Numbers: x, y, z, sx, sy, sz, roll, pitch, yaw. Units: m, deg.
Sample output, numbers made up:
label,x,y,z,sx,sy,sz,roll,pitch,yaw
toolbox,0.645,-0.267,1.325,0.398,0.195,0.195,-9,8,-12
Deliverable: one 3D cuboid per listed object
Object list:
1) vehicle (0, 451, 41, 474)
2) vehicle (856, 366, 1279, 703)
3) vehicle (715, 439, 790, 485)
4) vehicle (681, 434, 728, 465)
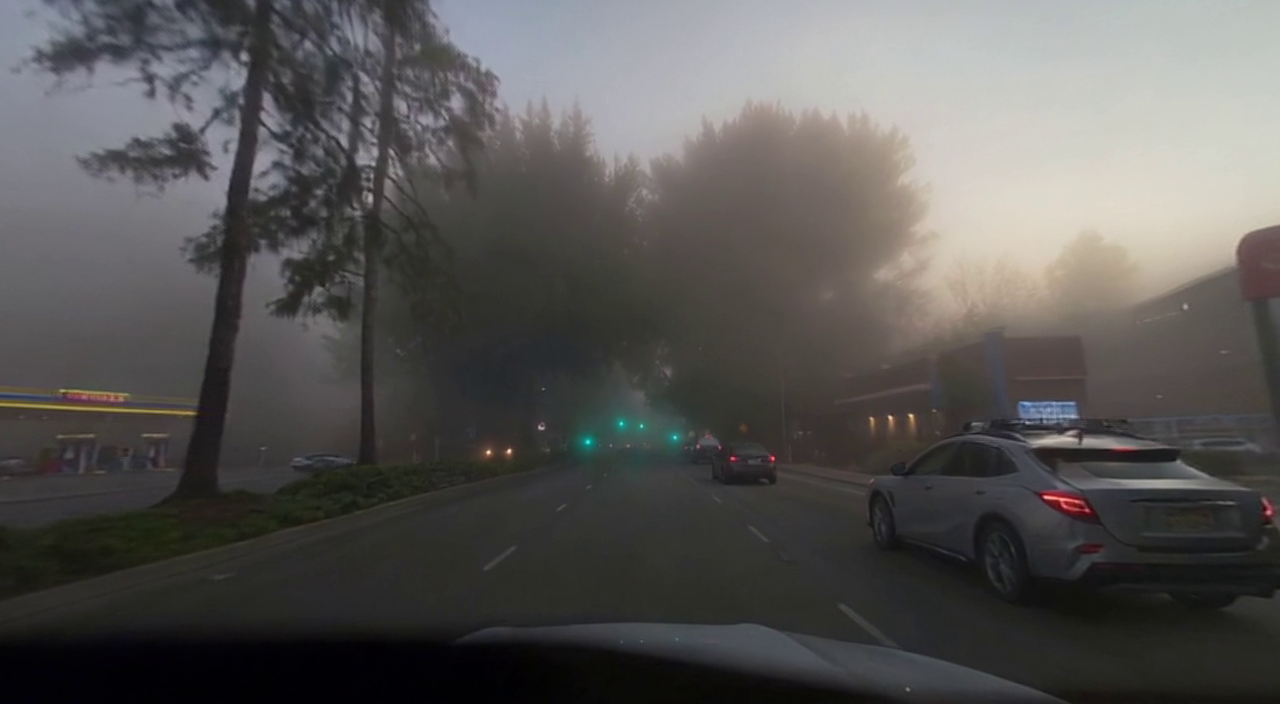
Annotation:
label,x,y,z,sx,sy,sz,roll,pitch,yaw
vehicle,-43.854,7.622,43.476,1.820,1.459,4.381,1,-8,-18
vehicle,3.620,1.249,5.236,1.875,1.665,4.931,0,-8,0
vehicle,3.858,3.845,22.300,1.871,1.442,4.122,0,-8,-1
vehicle,4.228,6.542,42.427,2.611,1.983,5.165,0,-8,0
